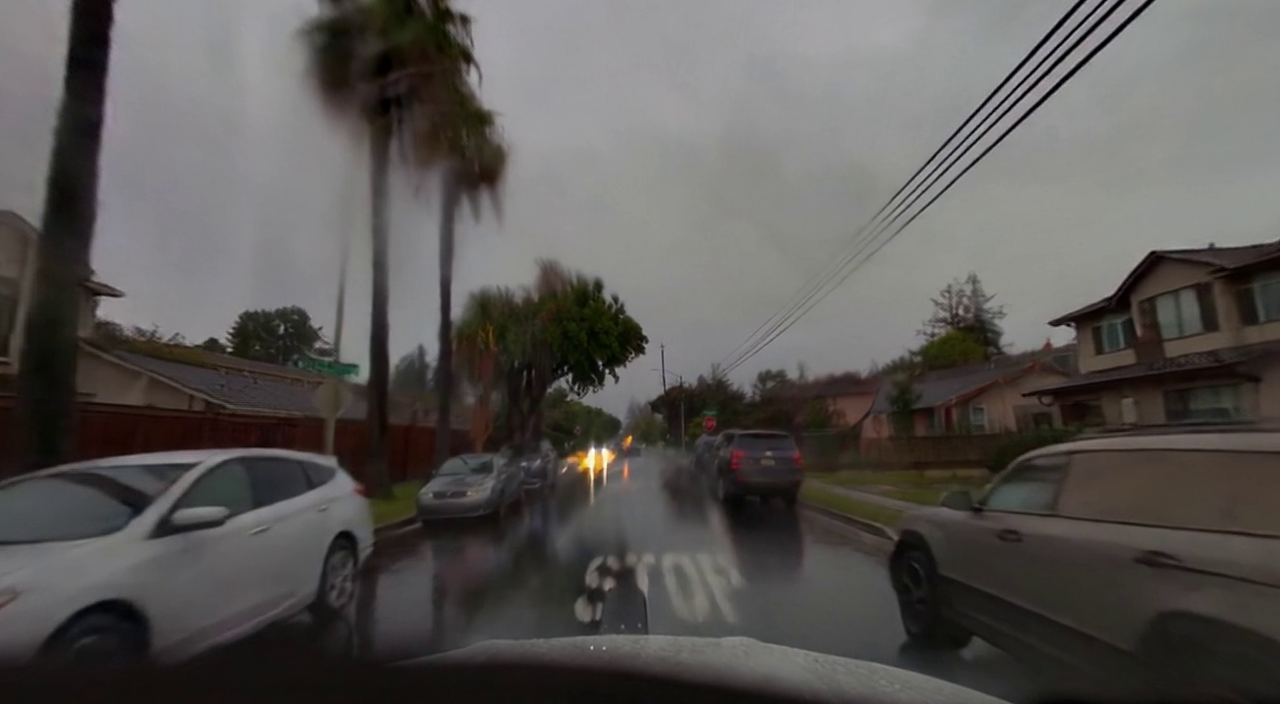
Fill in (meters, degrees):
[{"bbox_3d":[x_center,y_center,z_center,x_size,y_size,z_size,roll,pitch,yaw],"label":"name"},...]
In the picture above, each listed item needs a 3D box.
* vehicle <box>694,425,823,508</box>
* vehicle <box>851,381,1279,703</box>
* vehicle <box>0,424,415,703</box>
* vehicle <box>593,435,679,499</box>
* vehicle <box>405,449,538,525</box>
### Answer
[{"bbox_3d":[2.579,2.653,15.043,2.136,1.650,4.837,0,-8,0],"label":"vehicle"},{"bbox_3d":[2.808,1.057,3.034,1.967,1.563,4.237,0,-8,-2],"label":"vehicle"},{"bbox_3d":[-3.156,1.270,4.092,1.911,1.449,4.412,0,-8,-3],"label":"vehicle"},{"bbox_3d":[-0.118,3.028,16.971,2.010,1.499,4.107,0,-8,-1],"label":"vehicle"},{"bbox_3d":[-3.315,2.704,13.124,1.728,1.305,3.805,0,-8,0],"label":"vehicle"}]
